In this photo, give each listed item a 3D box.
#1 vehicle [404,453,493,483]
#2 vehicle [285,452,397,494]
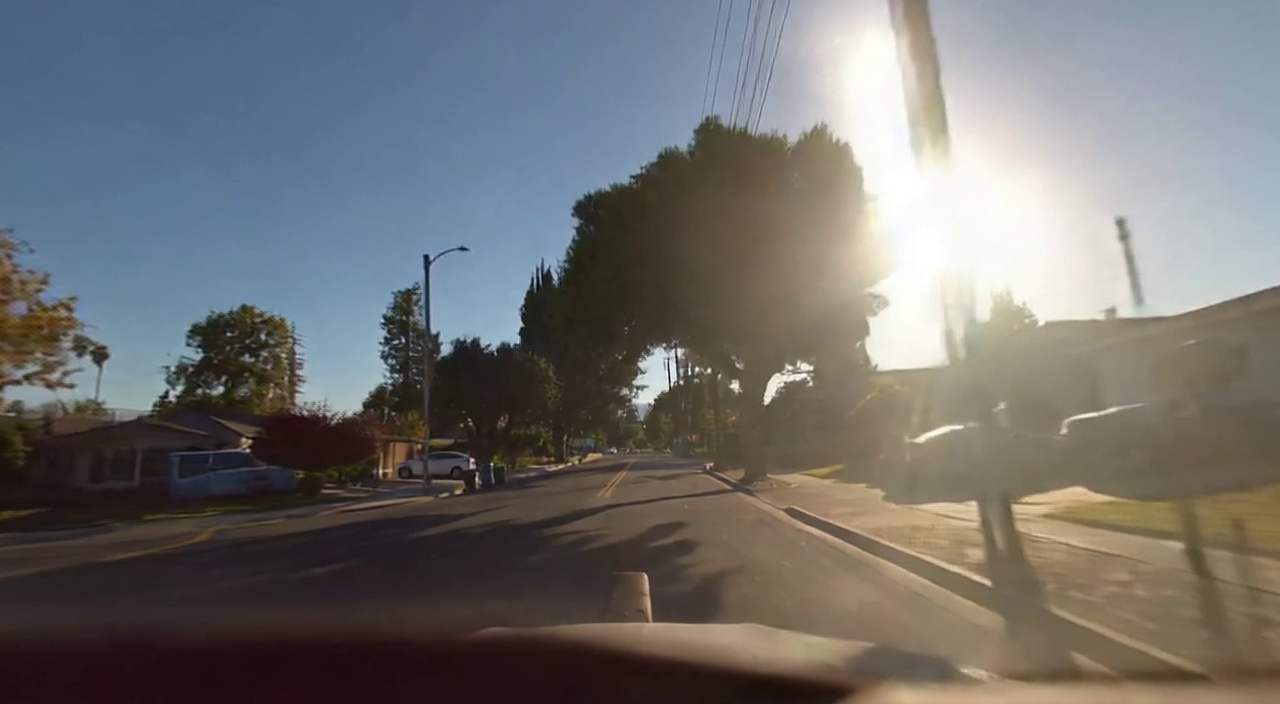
[{"bbox_3d":[-10.194,6.141,33.579,4.293,1.484,1.981,3,-10,-23],"label":"vehicle"},{"bbox_3d":[-15.593,6.321,32.955,4.903,1.566,2.215,-7,-8,9],"label":"vehicle"}]
